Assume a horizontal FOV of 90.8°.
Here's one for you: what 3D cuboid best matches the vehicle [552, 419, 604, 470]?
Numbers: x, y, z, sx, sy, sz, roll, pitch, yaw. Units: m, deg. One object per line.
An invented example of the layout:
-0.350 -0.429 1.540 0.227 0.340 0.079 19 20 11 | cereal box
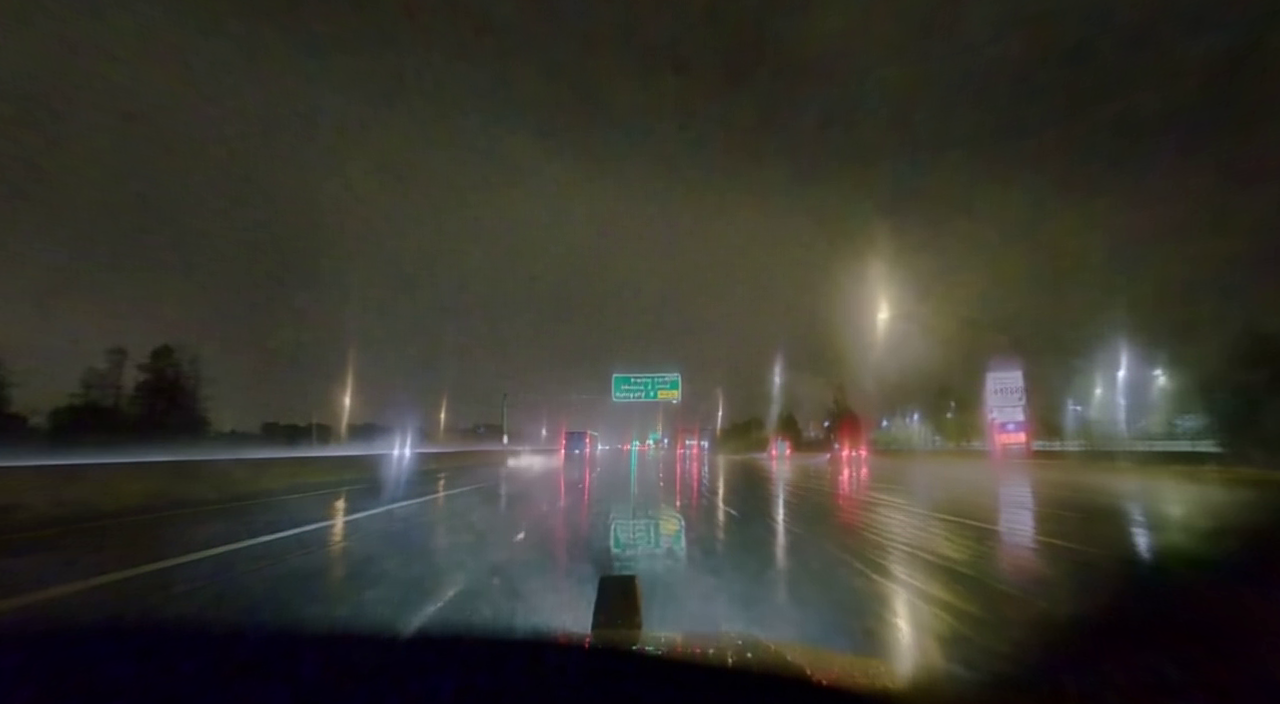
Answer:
-3.822 5.967 40.691 2.881 2.937 7.045 0 -9 -2 | vehicle
